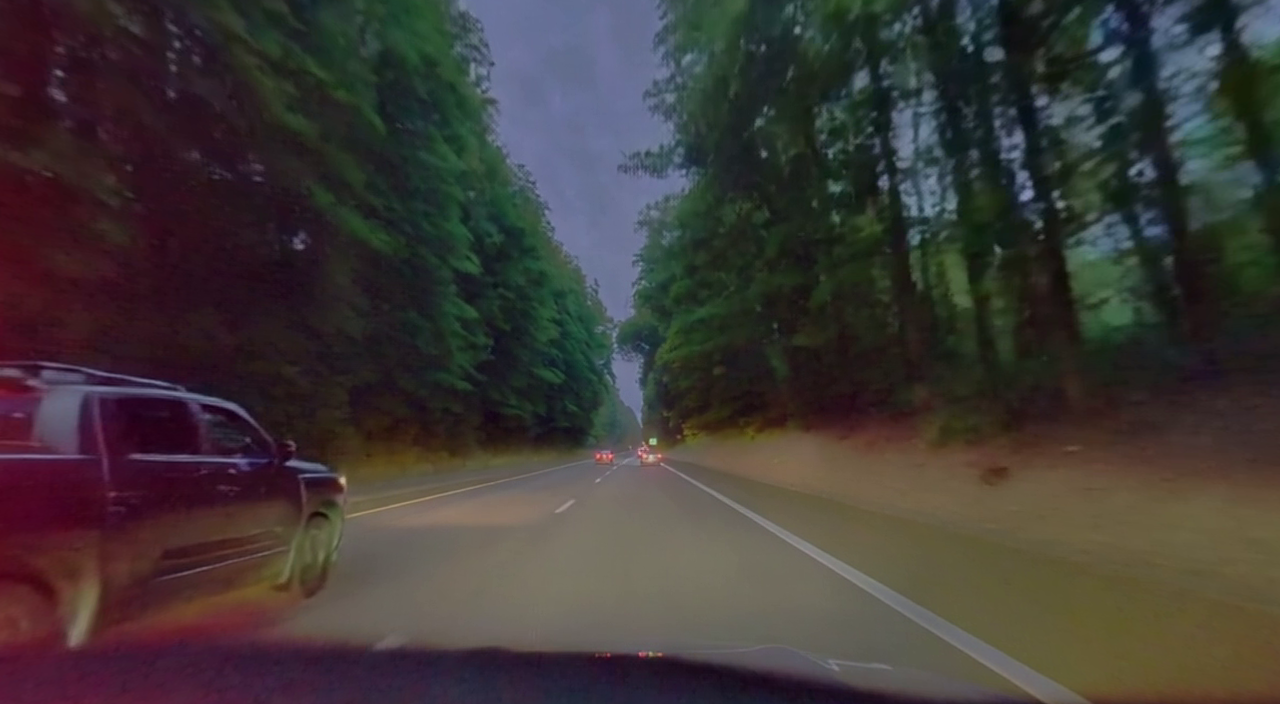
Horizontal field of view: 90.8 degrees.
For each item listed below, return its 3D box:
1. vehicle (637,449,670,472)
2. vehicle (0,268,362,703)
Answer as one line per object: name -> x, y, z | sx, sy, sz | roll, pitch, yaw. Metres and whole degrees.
vehicle -> 0.861, 7.322, 42.878 | 2.046, 1.452, 4.407 | 0, -9, -1
vehicle -> -3.724, 0.798, 3.102 | 2.418, 2.049, 4.930 | 0, -9, 0
